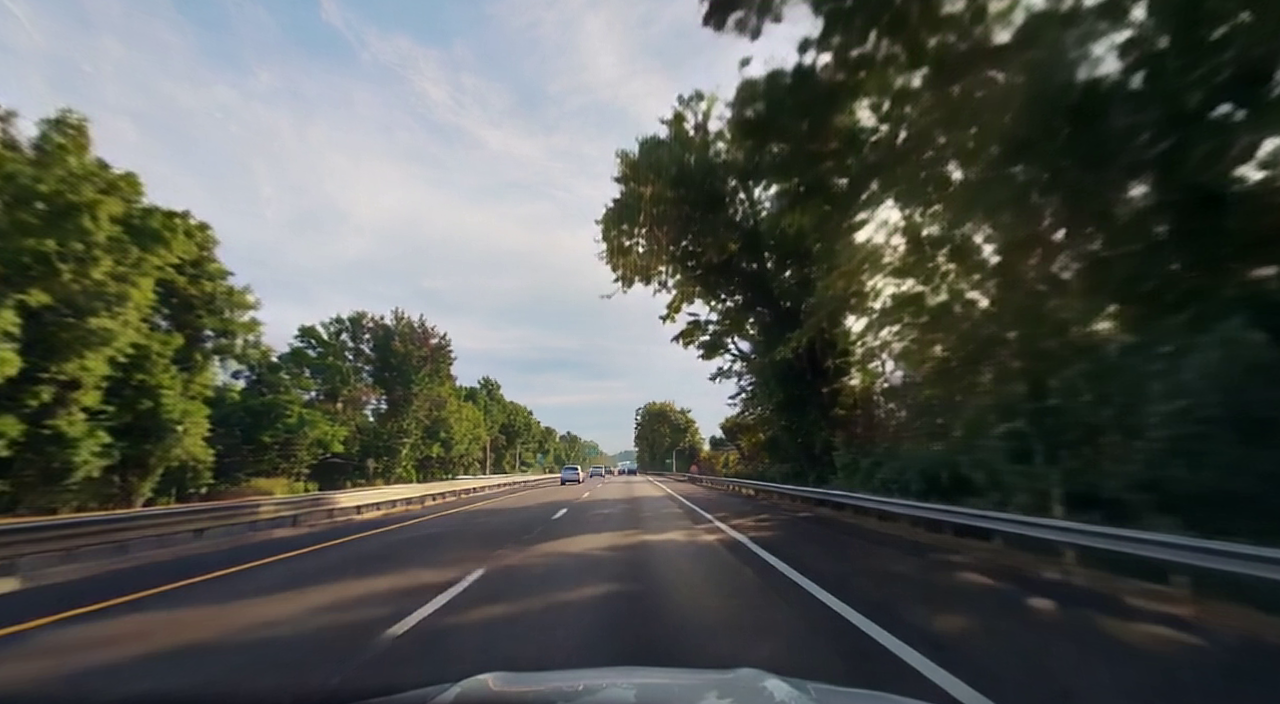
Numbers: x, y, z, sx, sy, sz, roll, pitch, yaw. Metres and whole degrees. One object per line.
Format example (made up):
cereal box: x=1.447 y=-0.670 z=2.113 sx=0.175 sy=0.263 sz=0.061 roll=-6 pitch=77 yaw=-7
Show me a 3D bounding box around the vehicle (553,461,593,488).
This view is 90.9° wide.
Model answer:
vehicle: x=-4.148 y=7.690 z=39.687 sx=2.068 sy=1.592 sz=4.479 roll=1 pitch=-10 yaw=0
